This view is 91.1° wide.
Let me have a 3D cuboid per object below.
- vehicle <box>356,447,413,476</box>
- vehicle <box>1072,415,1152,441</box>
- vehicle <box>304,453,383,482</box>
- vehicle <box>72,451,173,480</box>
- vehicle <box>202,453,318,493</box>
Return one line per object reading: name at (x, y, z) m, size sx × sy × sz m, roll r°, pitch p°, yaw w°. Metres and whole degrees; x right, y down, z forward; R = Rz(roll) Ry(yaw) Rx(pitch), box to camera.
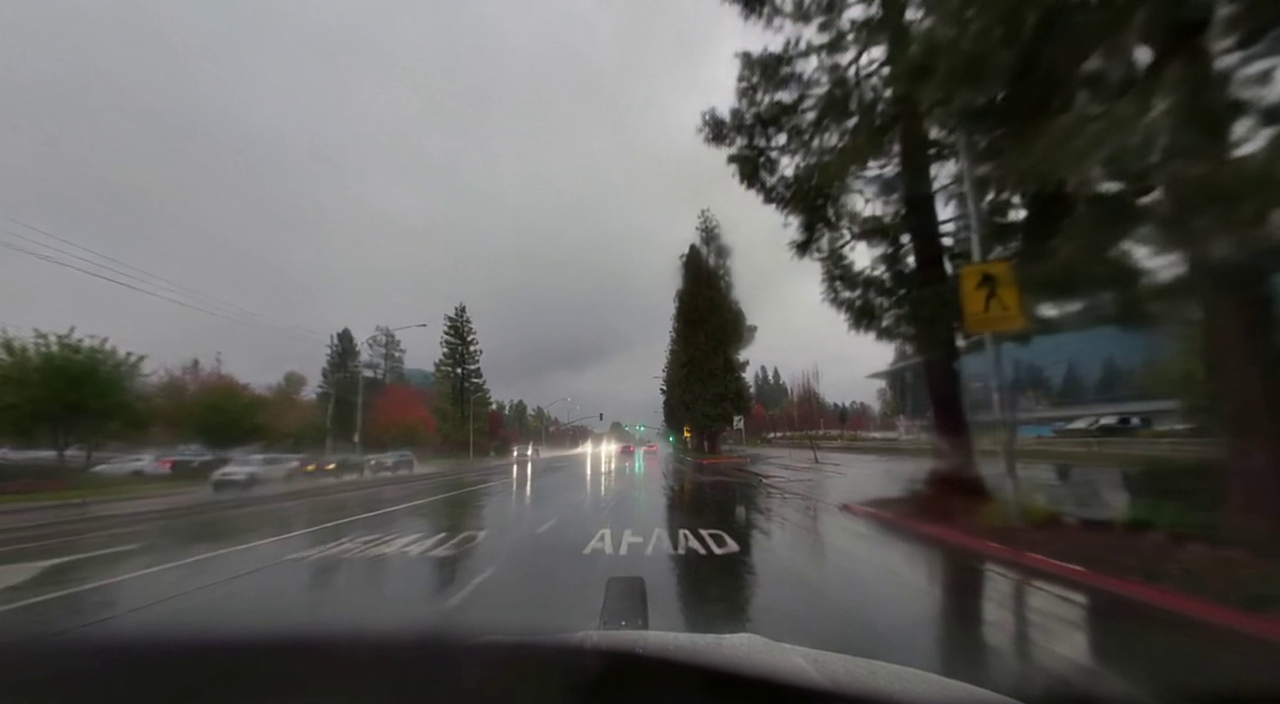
vehicle at (-17.045, 7.290, 42.119) m, size 1.998 × 1.724 × 4.486 m, roll -3°, pitch -9°, yaw 0°
vehicle at (30.046, 4.909, 40.139) m, size 1.829 × 1.496 × 4.642 m, roll -1°, pitch -8°, yaw 5°
vehicle at (-17.151, 6.679, 36.586) m, size 1.955 × 1.486 × 5.112 m, roll -1°, pitch -8°, yaw 2°
vehicle at (-28.079, 6.145, 34.159) m, size 3.759 × 1.462 × 1.873 m, roll 1°, pitch -8°, yaw -3°
vehicle at (-17.090, 5.429, 28.612) m, size 2.014 × 1.515 × 5.027 m, roll -1°, pitch -8°, yaw 2°
